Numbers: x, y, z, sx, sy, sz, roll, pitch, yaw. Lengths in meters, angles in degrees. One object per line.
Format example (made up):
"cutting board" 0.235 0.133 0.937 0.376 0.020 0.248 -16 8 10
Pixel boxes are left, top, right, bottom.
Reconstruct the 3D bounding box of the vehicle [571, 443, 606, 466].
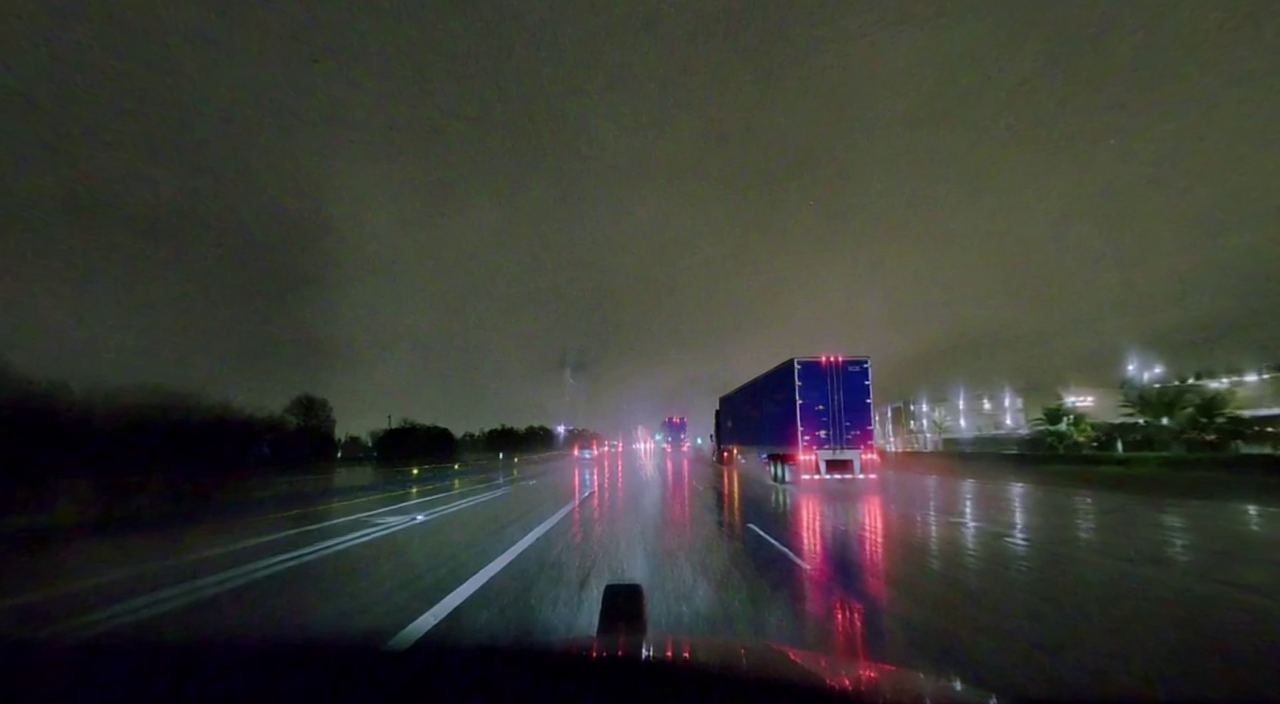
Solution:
"vehicle" -3.731 7.490 46.181 2.113 1.548 4.532 0 -8 2
